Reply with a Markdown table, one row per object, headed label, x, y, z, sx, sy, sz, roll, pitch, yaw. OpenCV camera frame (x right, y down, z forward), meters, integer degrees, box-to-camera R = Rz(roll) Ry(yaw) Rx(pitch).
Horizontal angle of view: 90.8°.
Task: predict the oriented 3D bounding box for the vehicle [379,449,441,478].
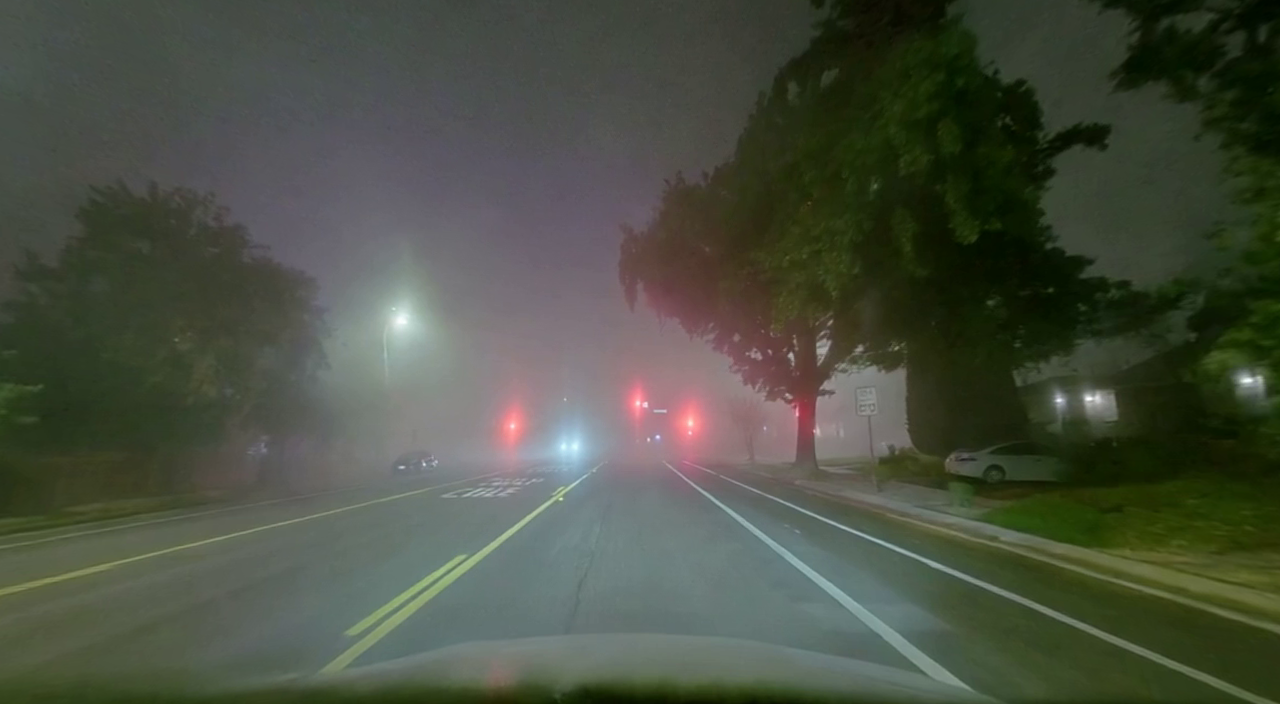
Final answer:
| label | x | y | z | sx | sy | sz | roll | pitch | yaw |
| --- | --- | --- | --- | --- | --- | --- | --- | --- | --- |
| vehicle | -12.957 | 6.292 | 35.917 | 1.851 | 1.482 | 4.443 | 0 | -8 | 0 |

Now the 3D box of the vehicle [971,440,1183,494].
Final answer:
| label | x | y | z | sx | sy | sz | roll | pitch | yaw |
| --- | --- | --- | --- | --- | --- | --- | --- | --- | --- |
| vehicle | 12.377 | 3.270 | 18.153 | 4.539 | 1.404 | 2.008 | -1 | -8 | 2 |
